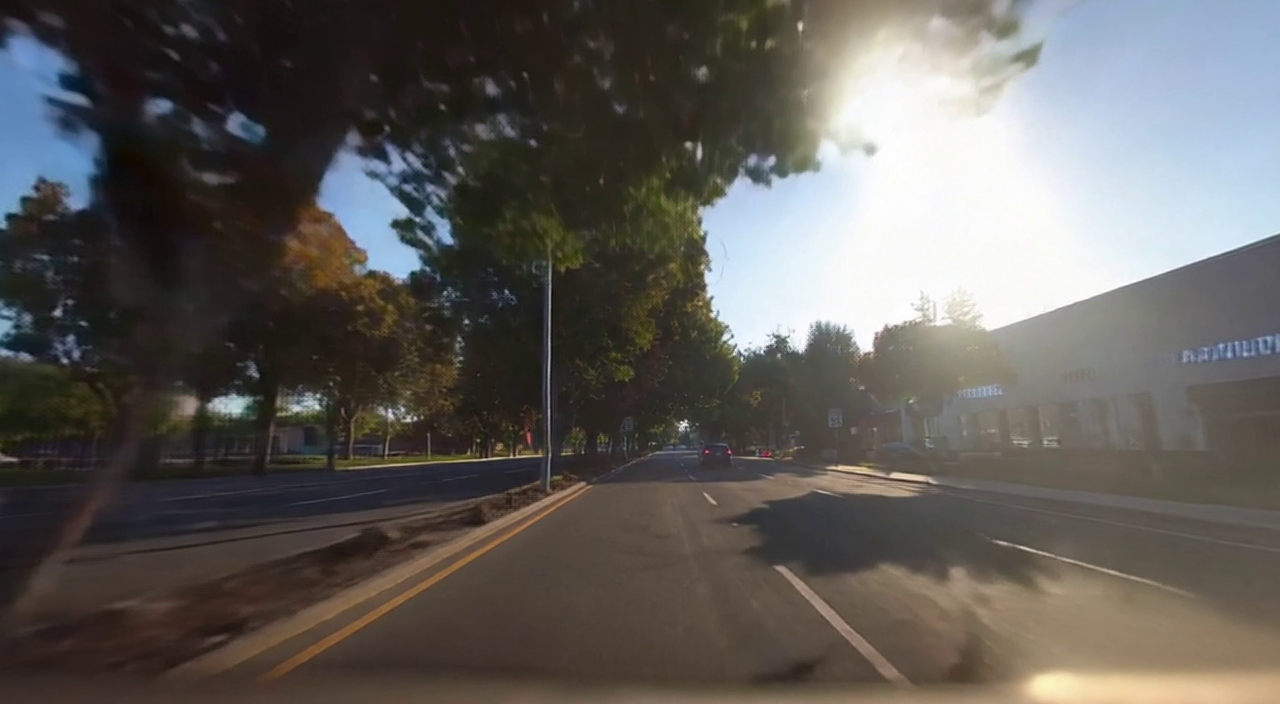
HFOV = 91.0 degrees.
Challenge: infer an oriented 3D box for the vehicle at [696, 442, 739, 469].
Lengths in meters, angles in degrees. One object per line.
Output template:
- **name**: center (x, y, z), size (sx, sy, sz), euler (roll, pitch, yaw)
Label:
- **vehicle**: center (4.463, 6.044, 37.010), size (2.015, 1.479, 4.444), euler (0, -9, 0)
